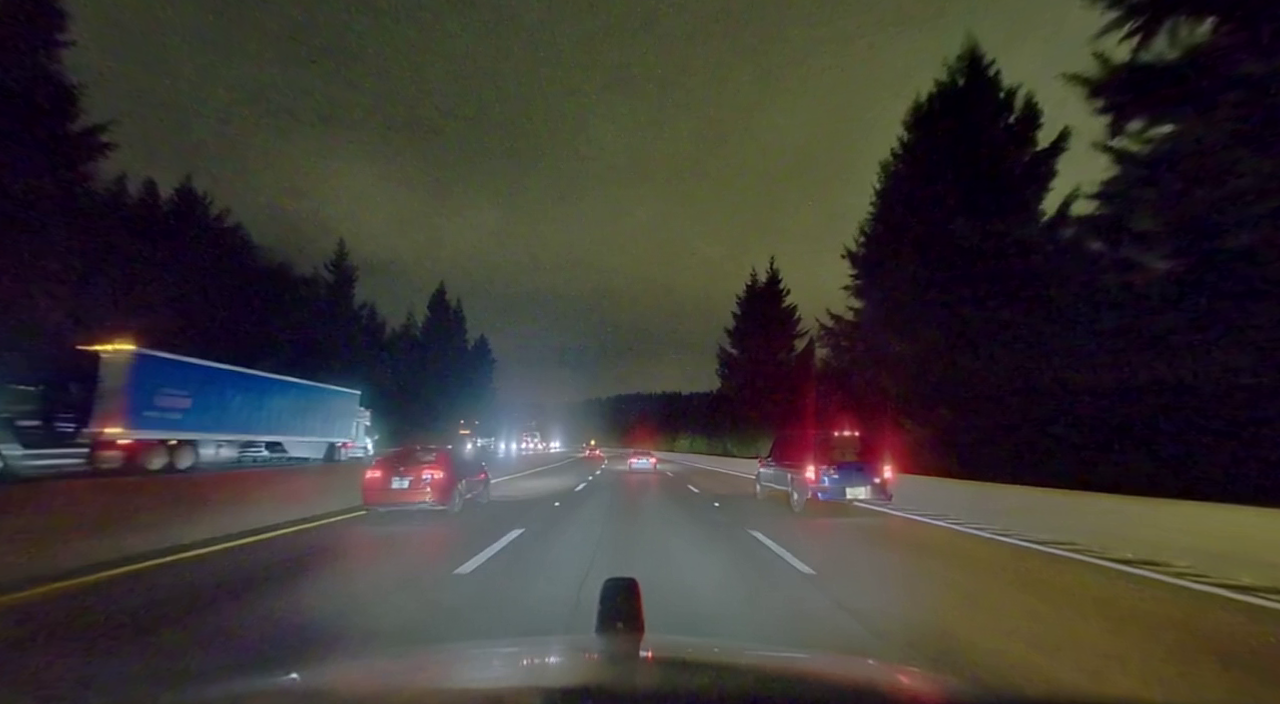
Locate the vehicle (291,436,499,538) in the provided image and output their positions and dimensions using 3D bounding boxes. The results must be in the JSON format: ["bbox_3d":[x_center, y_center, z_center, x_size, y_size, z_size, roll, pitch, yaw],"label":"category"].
[{"bbox_3d":[-4.150,2.352,11.673,2.054,1.500,4.469,0,-9,0],"label":"vehicle"}]

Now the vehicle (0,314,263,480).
[{"bbox_3d":[-16.860,1.840,20.265,2.930,3.986,10.582,0,-9,0],"label":"vehicle"}]

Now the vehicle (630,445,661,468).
[{"bbox_3d":[0.348,7.340,44.531,2.008,1.499,3.192,0,-9,-2],"label":"vehicle"}]
